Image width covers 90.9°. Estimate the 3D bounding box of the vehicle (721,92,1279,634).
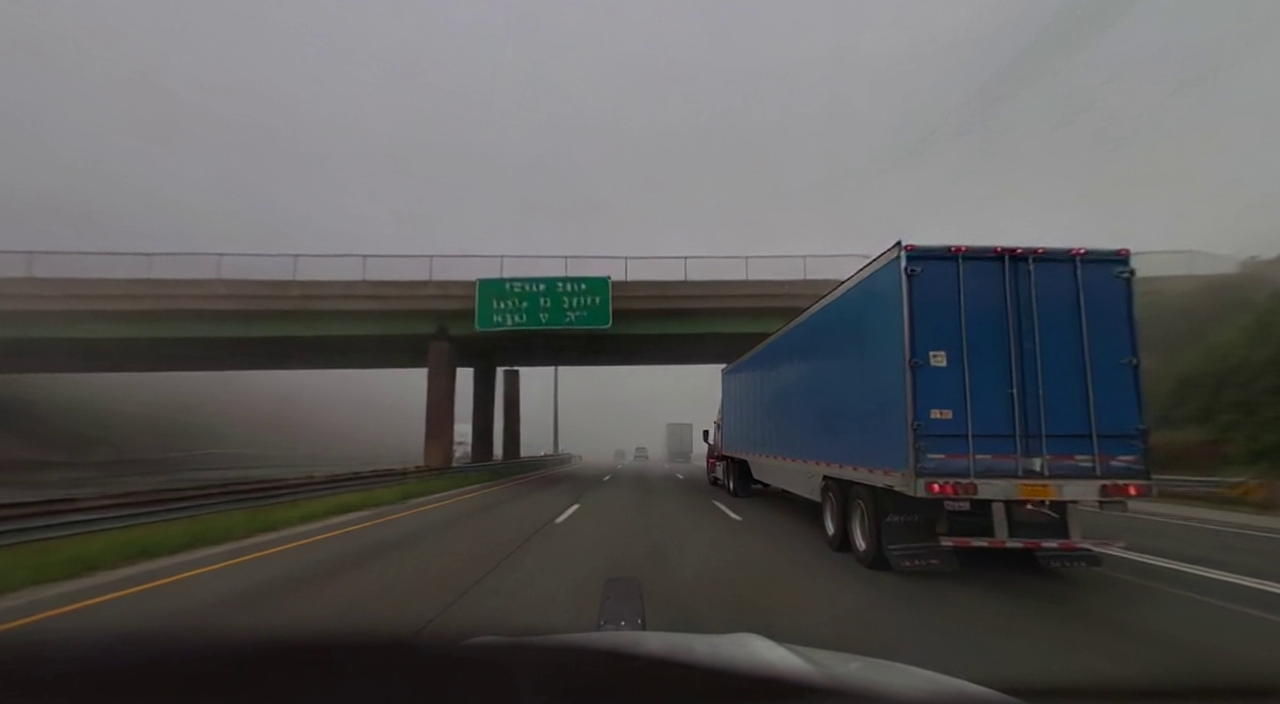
[{"bbox_3d":[3.922,1.037,11.702,2.825,4.054,14.210,0,-9,-1],"label":"vehicle"}]
